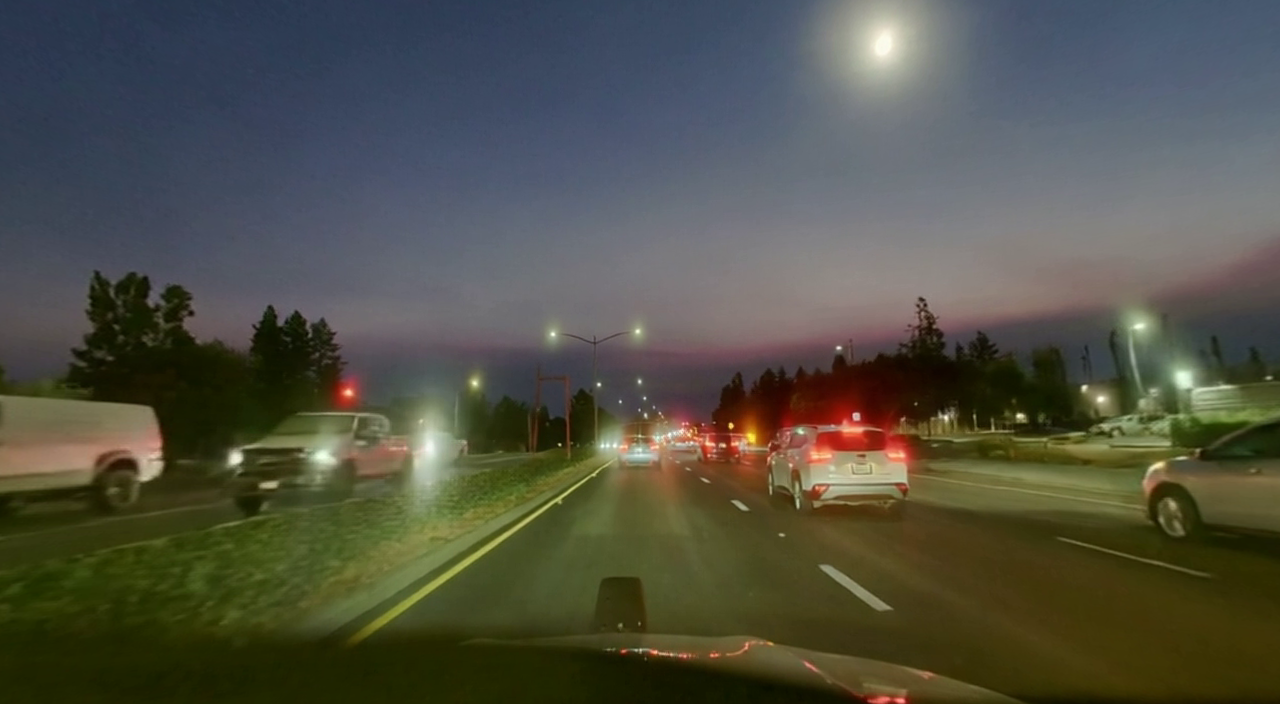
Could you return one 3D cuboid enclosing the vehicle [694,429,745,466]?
[{"bbox_3d":[3.944,4.852,31.945,1.982,1.709,4.427,0,-8,-1],"label":"vehicle"}]

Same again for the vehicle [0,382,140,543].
[{"bbox_3d":[-11.337,1.688,9.524,2.585,2.507,5.743,0,-8,2],"label":"vehicle"}]

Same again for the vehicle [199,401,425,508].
[{"bbox_3d":[-7.756,2.528,15.815,2.469,2.200,5.517,0,-8,3],"label":"vehicle"}]

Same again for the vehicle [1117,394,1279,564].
[{"bbox_3d":[7.540,1.280,6.309,2.008,1.714,4.407,0,-8,0],"label":"vehicle"}]

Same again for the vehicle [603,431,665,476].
[{"bbox_3d":[-0.184,3.779,23.538,2.111,1.506,4.018,0,-8,0],"label":"vehicle"}]

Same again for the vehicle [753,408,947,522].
[{"bbox_3d":[3.589,2.041,11.775,2.130,1.718,4.310,0,-8,0],"label":"vehicle"}]
